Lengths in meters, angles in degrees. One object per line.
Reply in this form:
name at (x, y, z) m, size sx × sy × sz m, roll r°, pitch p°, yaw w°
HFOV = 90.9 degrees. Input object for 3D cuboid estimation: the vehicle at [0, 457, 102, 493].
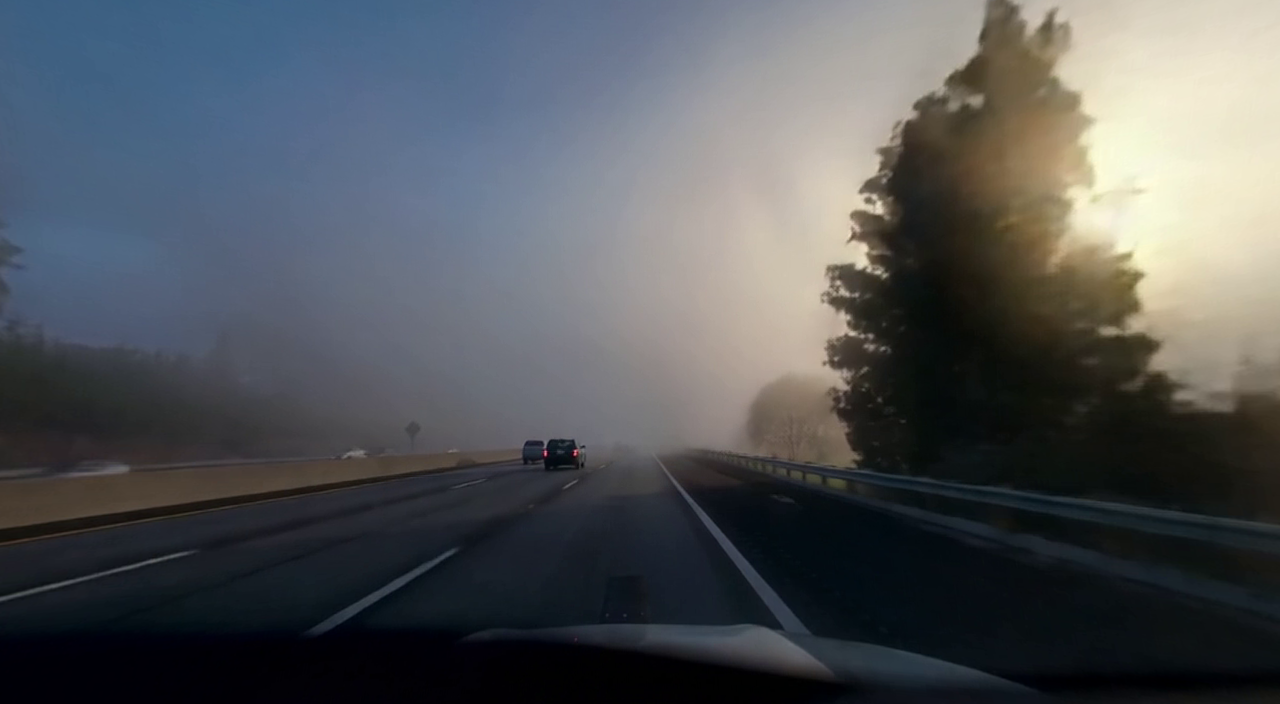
vehicle at (-29.258, 5.897, 30.576) m, size 1.865 × 1.479 × 5.028 m, roll 0°, pitch -8°, yaw 1°

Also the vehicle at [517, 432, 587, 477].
vehicle at (-3.715, 4.461, 27.633) m, size 2.283 × 1.802 × 4.810 m, roll 0°, pitch -8°, yaw 1°
